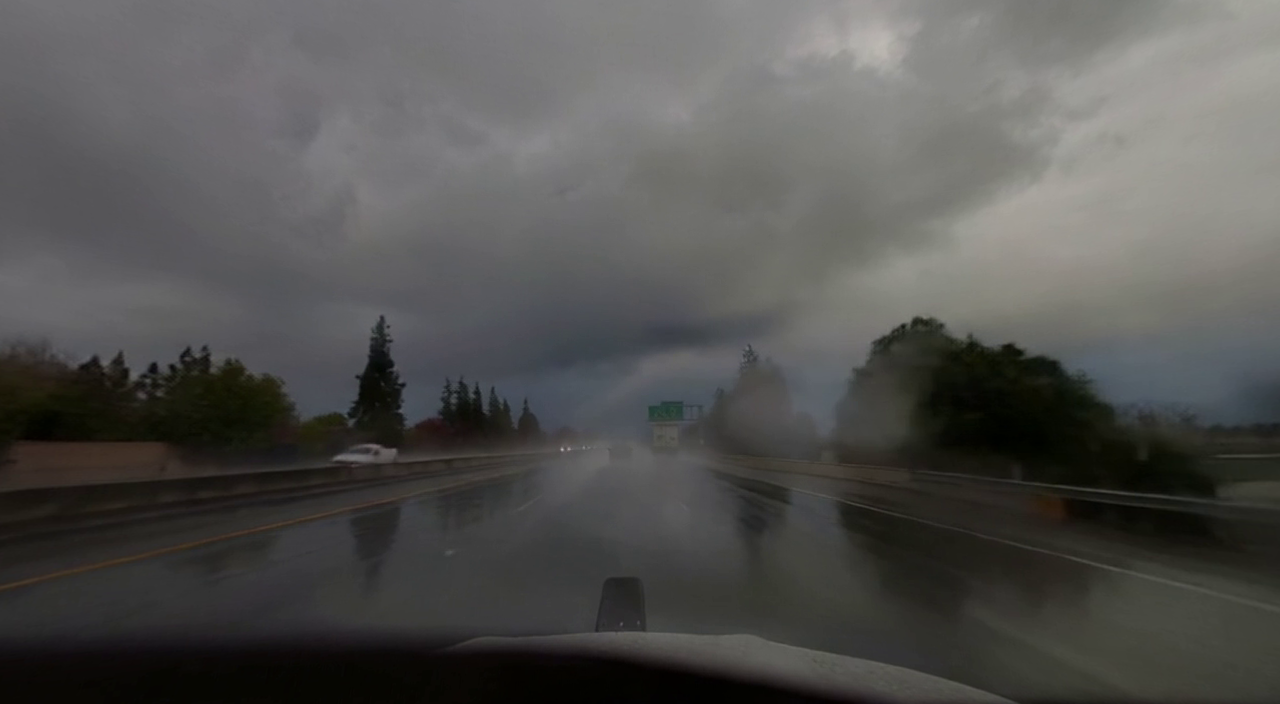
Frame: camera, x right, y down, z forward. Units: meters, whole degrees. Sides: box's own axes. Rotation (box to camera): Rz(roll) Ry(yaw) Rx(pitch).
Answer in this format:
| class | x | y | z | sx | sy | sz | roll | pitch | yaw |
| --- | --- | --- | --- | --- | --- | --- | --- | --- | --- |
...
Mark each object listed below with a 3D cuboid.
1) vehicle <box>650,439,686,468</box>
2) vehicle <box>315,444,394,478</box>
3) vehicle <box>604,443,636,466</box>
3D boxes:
| class | x | y | z | sx | sy | sz | roll | pitch | yaw |
| --- | --- | --- | --- | --- | --- | --- | --- | --- | --- |
| vehicle | 1.917 | 7.115 | 44.471 | 2.139 | 1.925 | 4.312 | 0 | -9 | -3 |
| vehicle | -14.470 | 5.550 | 32.298 | 1.941 | 1.588 | 4.536 | 0 | -9 | -1 |
| vehicle | -1.403 | 7.390 | 45.540 | 2.173 | 1.598 | 4.293 | 0 | -9 | -1 |
